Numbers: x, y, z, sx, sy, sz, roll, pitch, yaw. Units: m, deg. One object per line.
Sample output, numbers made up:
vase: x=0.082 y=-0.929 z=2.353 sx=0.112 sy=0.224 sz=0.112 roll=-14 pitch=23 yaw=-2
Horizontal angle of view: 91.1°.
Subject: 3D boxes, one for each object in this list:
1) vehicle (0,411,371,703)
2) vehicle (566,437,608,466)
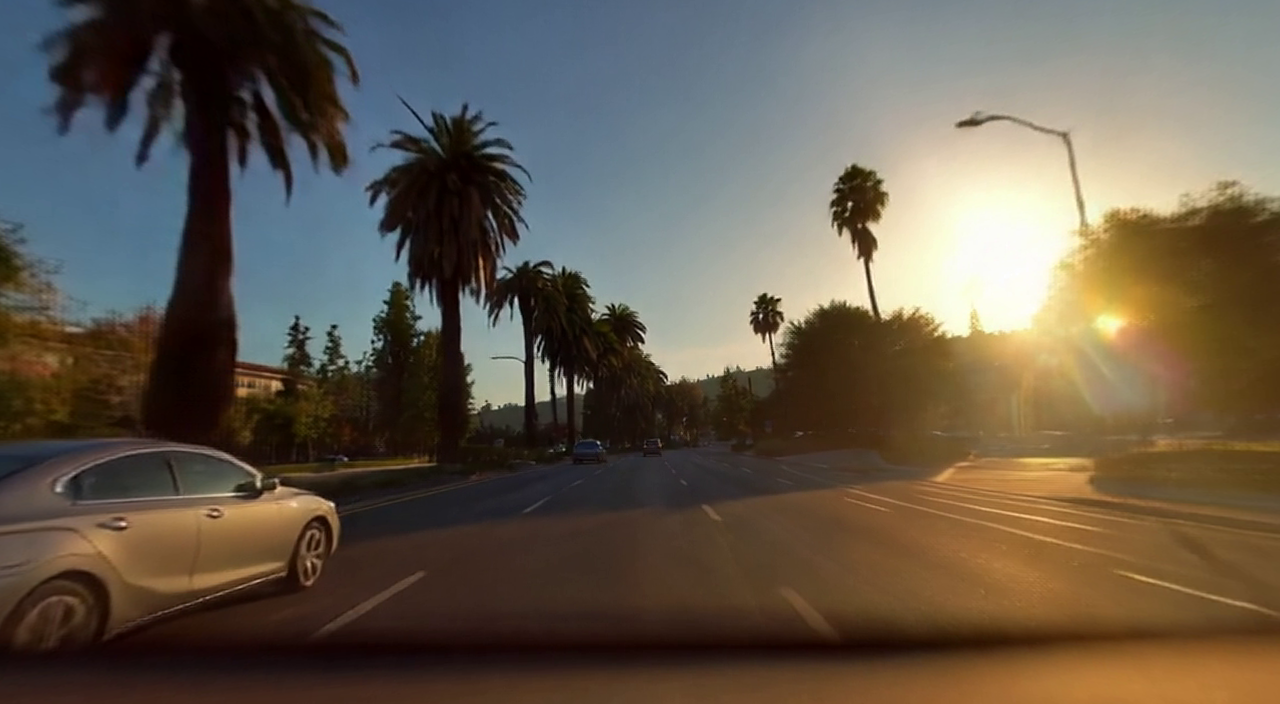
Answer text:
vehicle: x=-3.802 y=1.190 z=3.986 sx=2.036 sy=1.478 sz=4.771 roll=0 pitch=-8 yaw=0
vehicle: x=-3.462 y=6.640 z=42.080 sx=2.188 sy=1.819 sz=4.667 roll=-1 pitch=-8 yaw=3
